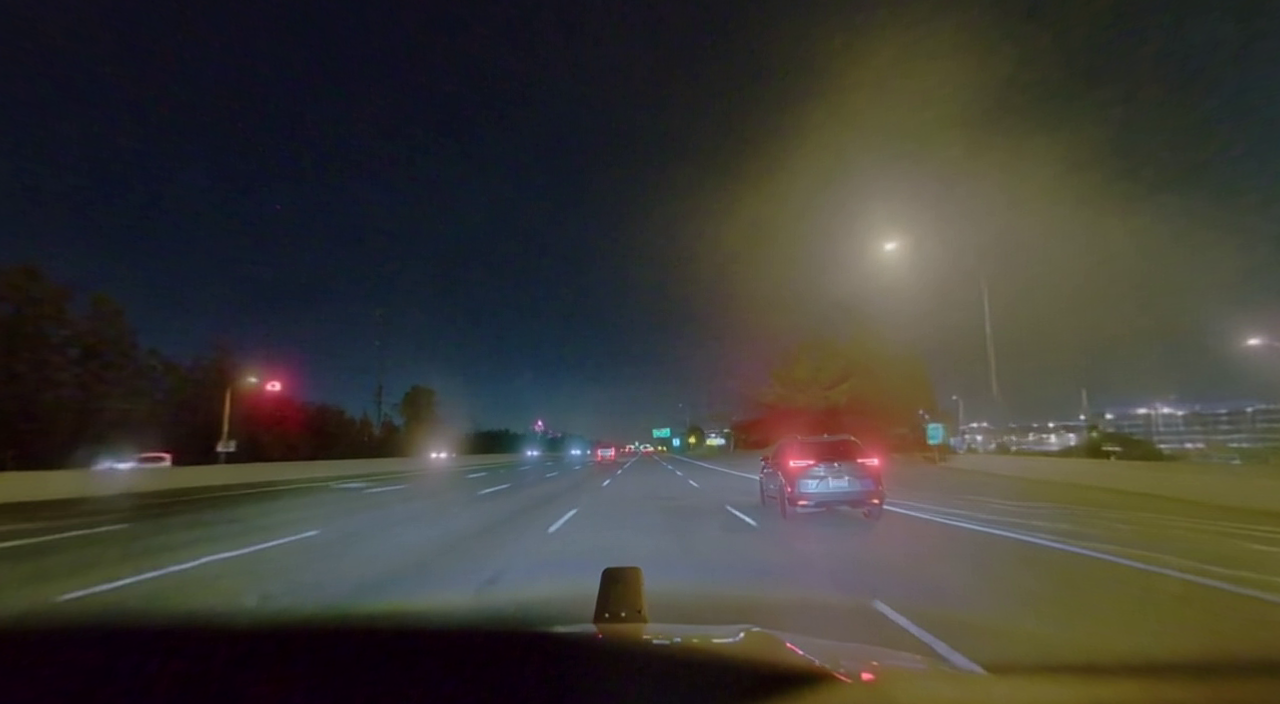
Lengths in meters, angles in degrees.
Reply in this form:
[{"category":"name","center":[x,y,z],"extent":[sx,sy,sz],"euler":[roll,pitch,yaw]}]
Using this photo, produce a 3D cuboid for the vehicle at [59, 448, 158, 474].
[{"category":"vehicle","center":[-38.722,7.921,46.194],"extent":[2.144,1.739,5.749],"euler":[0,-9,1]}]
